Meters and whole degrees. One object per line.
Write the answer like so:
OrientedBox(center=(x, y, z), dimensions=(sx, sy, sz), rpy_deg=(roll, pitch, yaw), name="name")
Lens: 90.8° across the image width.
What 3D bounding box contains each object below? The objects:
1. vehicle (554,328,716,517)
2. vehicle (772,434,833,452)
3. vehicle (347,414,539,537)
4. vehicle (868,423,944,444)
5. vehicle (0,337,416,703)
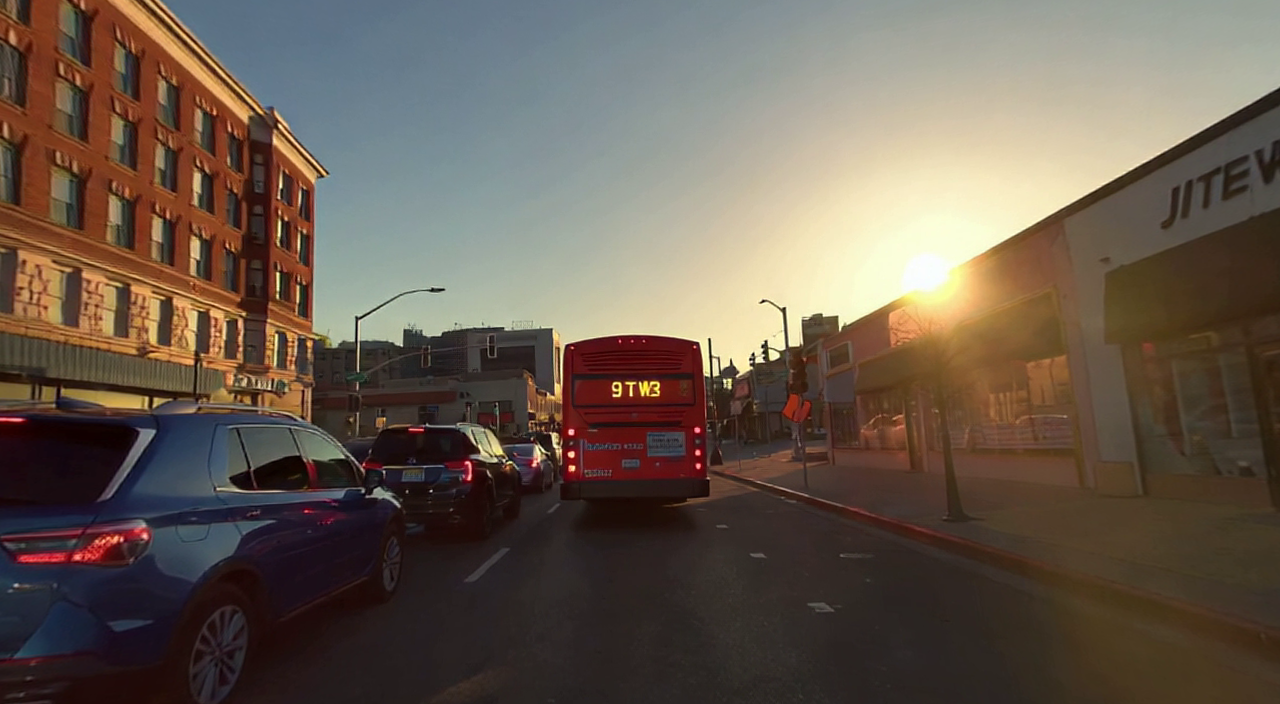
OrientedBox(center=(-0.295, 2.003, 16.640), dimensions=(2.938, 3.468, 9.972), rpy_deg=(0, -9, -2), name="vehicle")
OrientedBox(center=(11.964, 6.737, 46.649), dimensions=(3.949, 1.337, 1.738), rpy_deg=(0, -9, -2), name="vehicle")
OrientedBox(center=(-3.345, 2.210, 11.893), dimensions=(2.096, 1.828, 4.669), rpy_deg=(0, -8, 0), name="vehicle")
OrientedBox(center=(19.832, 6.111, 47.191), dimensions=(4.827, 1.555, 1.863), rpy_deg=(1, -9, -6), name="vehicle")
OrientedBox(center=(-3.217, 1.090, 3.963), dimensions=(2.020, 1.725, 4.384), rpy_deg=(0, -8, 0), name="vehicle")
